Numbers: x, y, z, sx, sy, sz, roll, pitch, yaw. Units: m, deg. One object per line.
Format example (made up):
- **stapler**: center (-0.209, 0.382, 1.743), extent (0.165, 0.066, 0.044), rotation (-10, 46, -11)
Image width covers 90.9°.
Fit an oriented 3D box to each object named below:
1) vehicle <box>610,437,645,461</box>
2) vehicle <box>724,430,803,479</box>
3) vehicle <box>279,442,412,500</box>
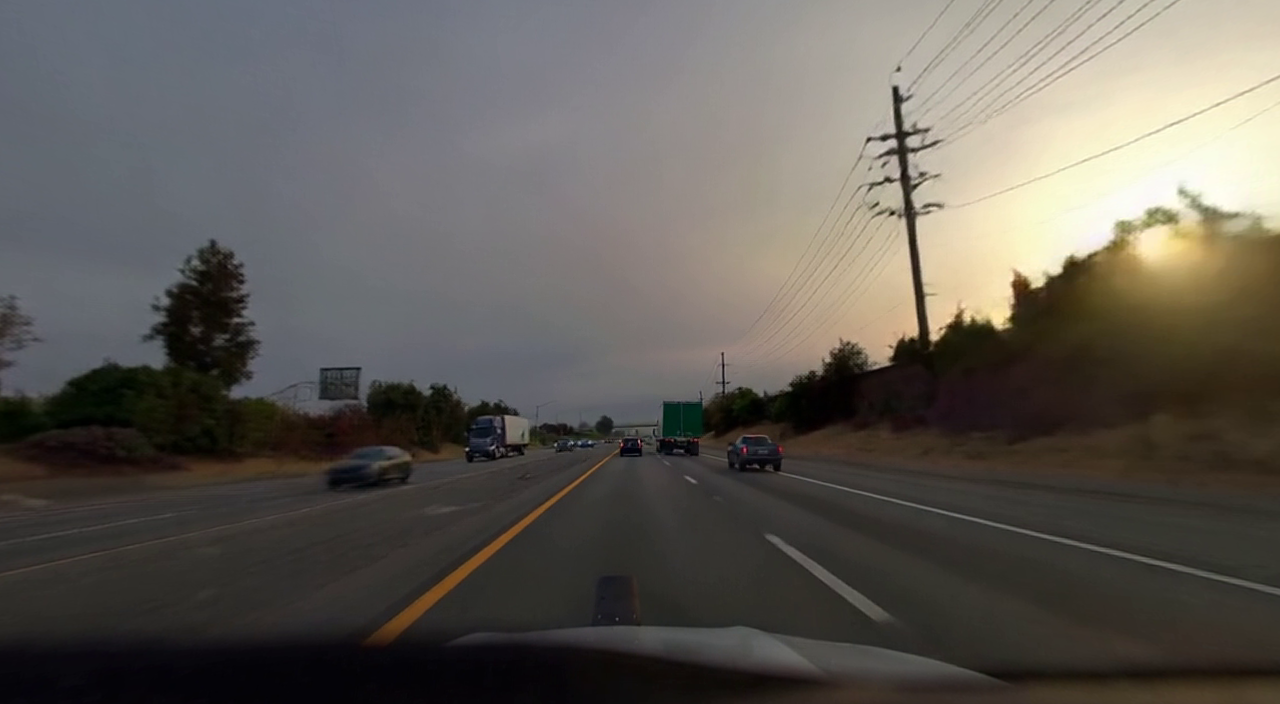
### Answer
- **vehicle**: center (-0.828, 6.269, 41.045), extent (2.163, 1.466, 3.693), rotation (0, -8, -1)
- **vehicle**: center (4.355, 3.658, 22.876), extent (1.930, 1.573, 3.853), rotation (0, -8, -2)
- **vehicle**: center (-8.796, 3.553, 19.364), extent (1.915, 1.484, 4.561), rotation (0, -8, 0)
